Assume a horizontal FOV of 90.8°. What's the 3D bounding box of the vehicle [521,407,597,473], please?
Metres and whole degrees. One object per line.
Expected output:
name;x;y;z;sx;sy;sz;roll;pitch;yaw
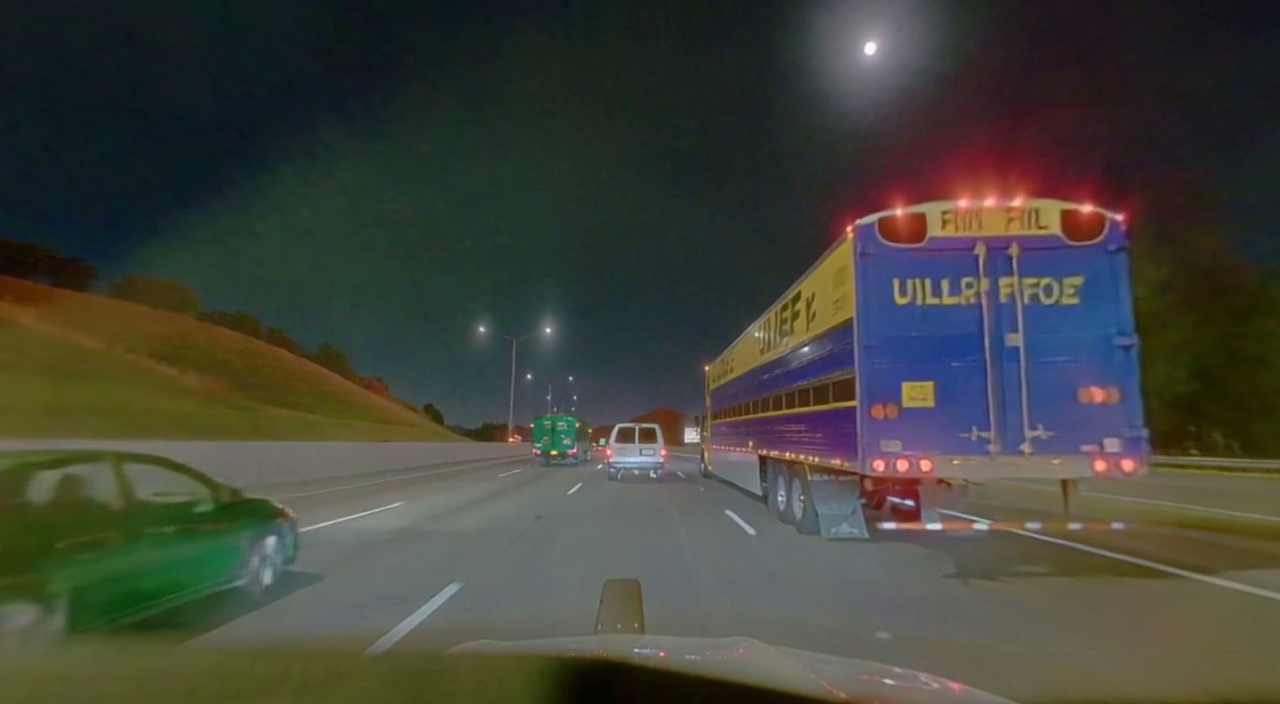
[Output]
vehicle;-3.953;4.603;32.846;2.947;3.009;7.991;0;-8;-1

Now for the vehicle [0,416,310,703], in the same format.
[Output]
vehicle;-4.046;1.129;3.600;2.039;1.453;4.197;0;-8;0

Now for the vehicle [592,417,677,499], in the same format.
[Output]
vehicle;-0.206;2.857;17.331;2.037;1.929;4.343;0;-8;-2

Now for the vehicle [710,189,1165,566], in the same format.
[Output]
vehicle;3.857;1.154;13.416;3.006;4.101;13.245;0;-8;-1
